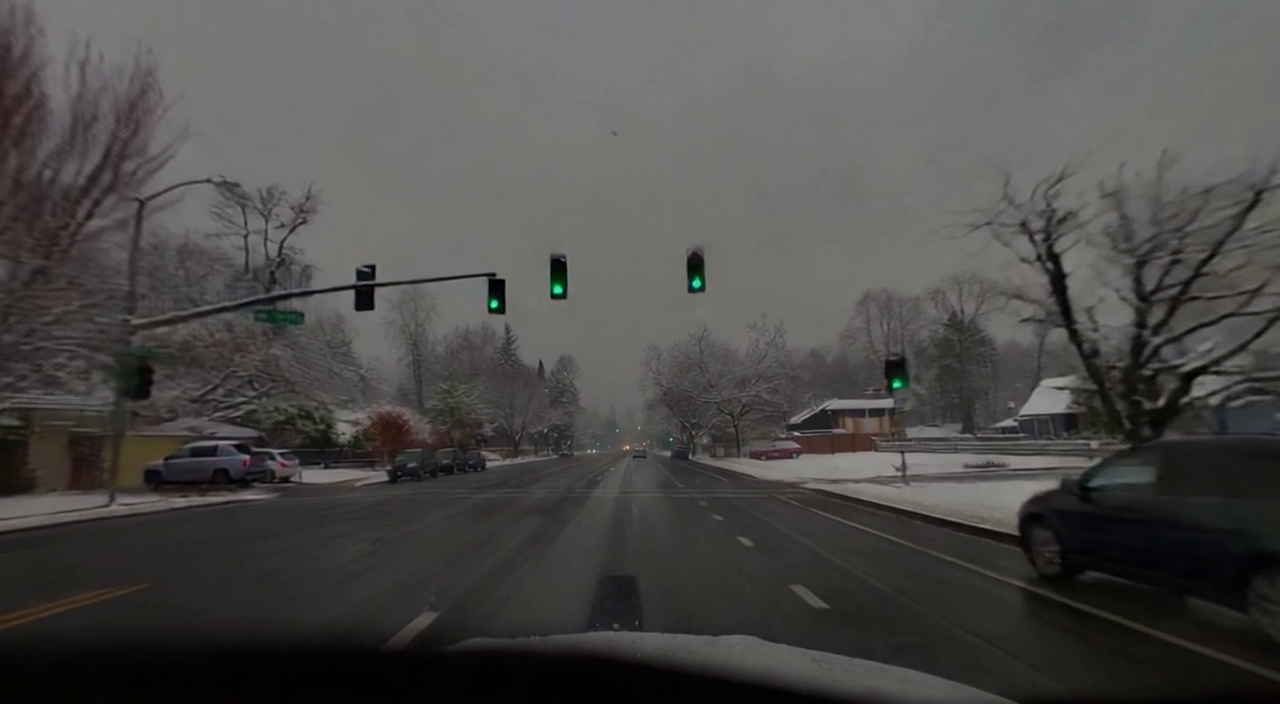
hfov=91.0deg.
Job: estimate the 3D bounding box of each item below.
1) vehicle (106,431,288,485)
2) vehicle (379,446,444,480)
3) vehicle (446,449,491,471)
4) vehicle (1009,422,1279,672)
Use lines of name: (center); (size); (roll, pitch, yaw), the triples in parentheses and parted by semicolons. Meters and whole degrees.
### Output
vehicle: (-17.933, 4.347, 25.697); (5.656, 1.999, 2.307); (-1, -10, 2)
vehicle: (-12.120, 5.917, 33.711); (1.932, 1.673, 4.314); (-1, -10, -1)
vehicle: (-12.145, 7.709, 44.956); (1.888, 1.477, 4.629); (-1, -10, 0)
vehicle: (5.237, 1.416, 4.954); (1.979, 1.637, 4.321); (0, -9, 0)
